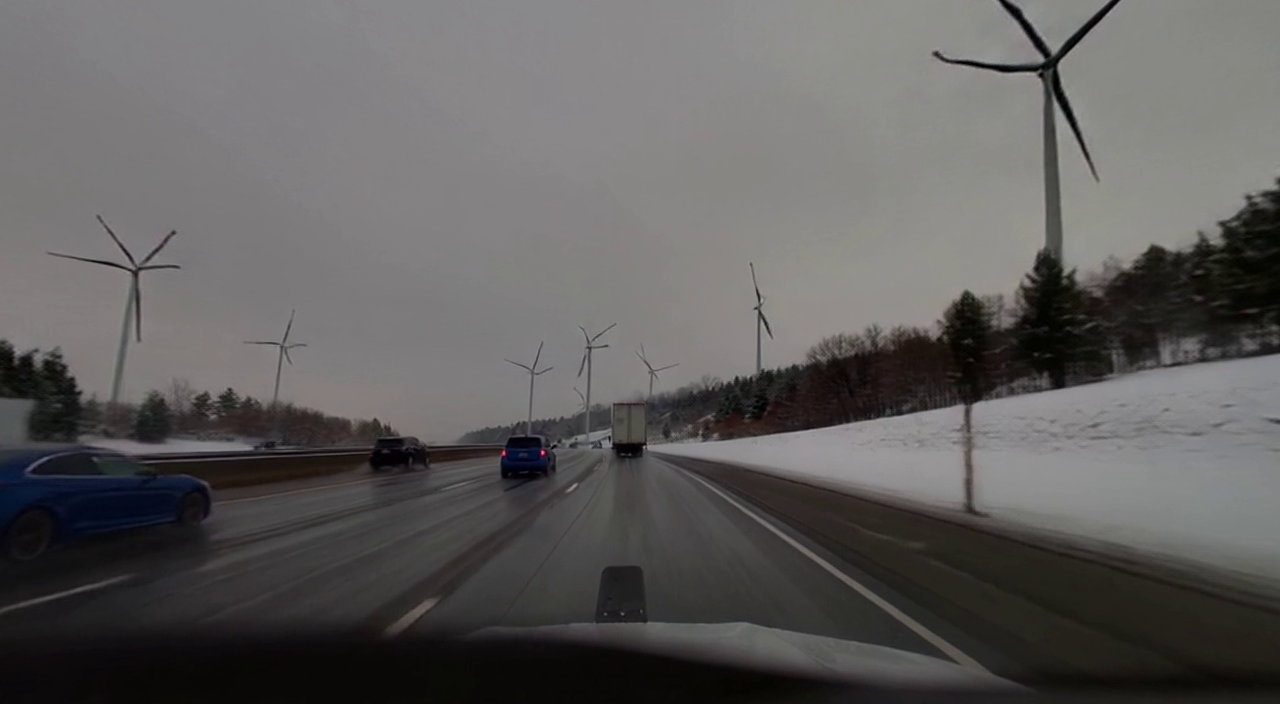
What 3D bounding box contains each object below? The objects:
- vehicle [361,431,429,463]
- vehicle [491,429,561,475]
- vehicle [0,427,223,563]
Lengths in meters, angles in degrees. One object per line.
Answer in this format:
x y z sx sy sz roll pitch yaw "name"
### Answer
-15.453 6.014 39.988 2.285 1.835 5.672 0 -8 -2 "vehicle"
-4.490 3.999 25.274 2.109 1.684 3.783 0 -8 0 "vehicle"
-8.161 1.754 8.183 2.271 1.488 4.597 0 -8 0 "vehicle"
